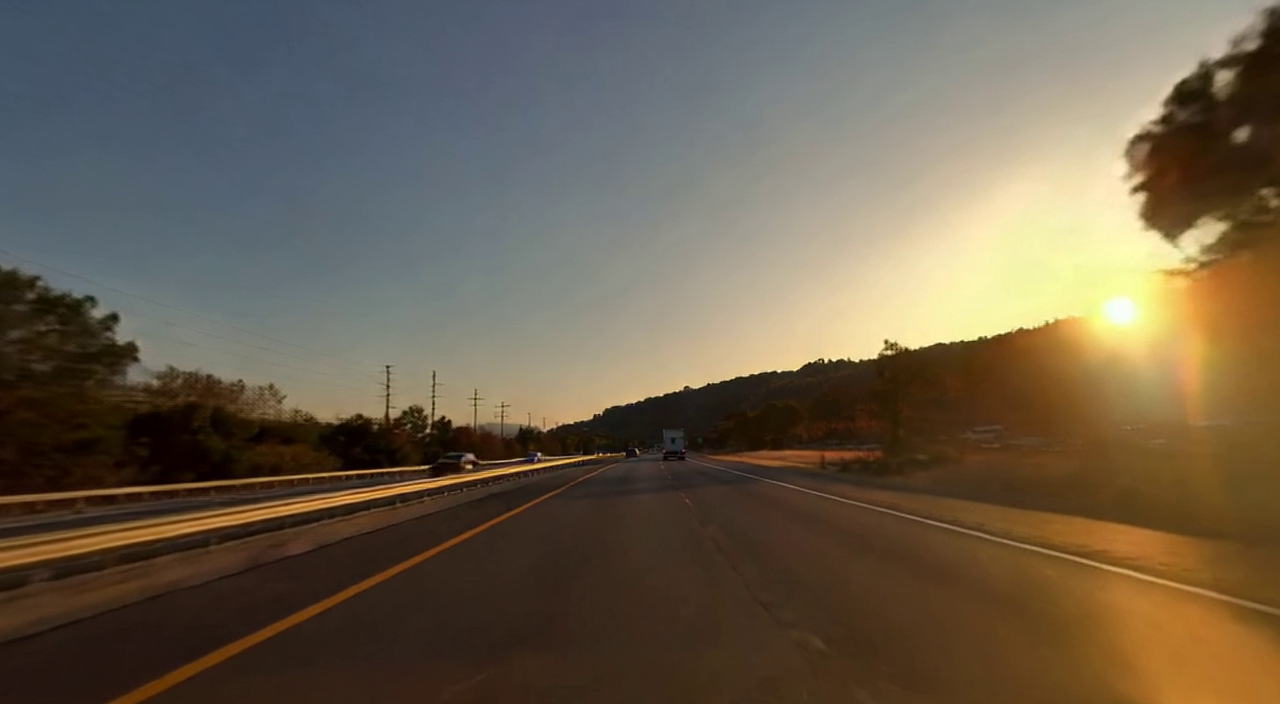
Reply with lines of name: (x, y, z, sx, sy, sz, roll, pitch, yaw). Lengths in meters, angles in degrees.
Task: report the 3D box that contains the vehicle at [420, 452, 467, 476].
vehicle: (-13.465, 7.711, 43.195, 1.831, 1.524, 4.137, -1, -9, 1)
